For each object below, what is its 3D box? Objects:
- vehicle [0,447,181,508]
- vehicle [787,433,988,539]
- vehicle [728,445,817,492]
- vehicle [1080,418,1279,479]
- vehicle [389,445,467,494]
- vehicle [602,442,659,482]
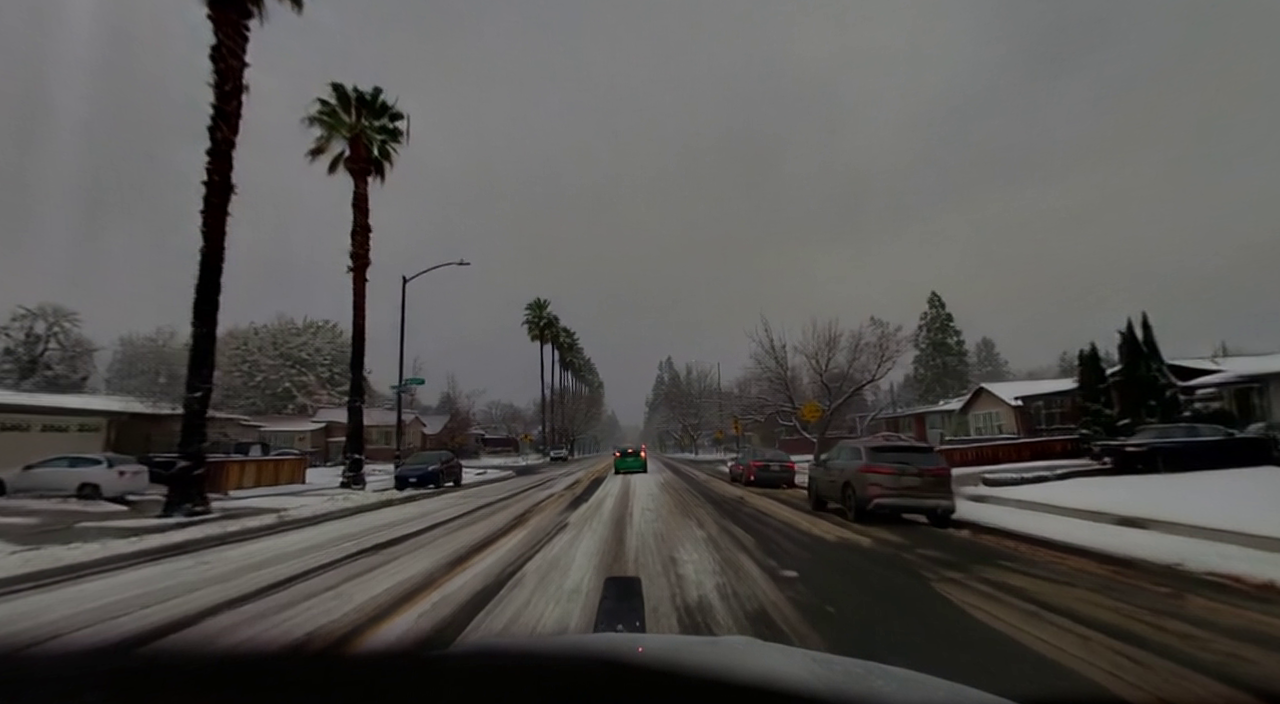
[{"bbox_3d":[-15.762,3.358,17.211,4.654,1.490,2.381,0,-9,2],"label":"vehicle"},{"bbox_3d":[4.539,2.533,12.723,2.017,1.646,5.389,0,-9,2],"label":"vehicle"},{"bbox_3d":[4.652,4.191,23.087,2.013,1.501,5.235,0,-9,-1],"label":"vehicle"},{"bbox_3d":[14.256,2.495,16.389,4.225,1.480,1.887,0,-9,-1],"label":"vehicle"},{"bbox_3d":[-8.859,4.898,26.770,1.945,1.666,4.107,-3,-6,-1],"label":"vehicle"},{"bbox_3d":[-0.402,4.417,25.579,2.098,1.483,4.099,0,-9,-1],"label":"vehicle"}]
